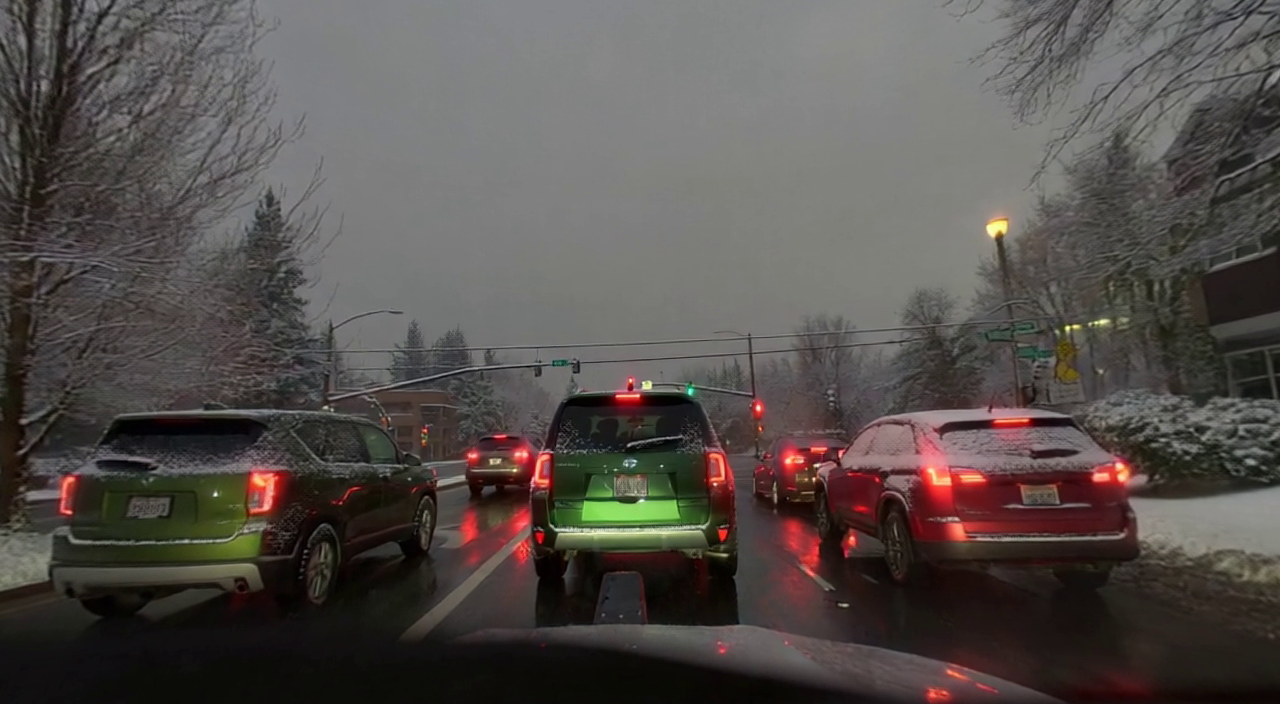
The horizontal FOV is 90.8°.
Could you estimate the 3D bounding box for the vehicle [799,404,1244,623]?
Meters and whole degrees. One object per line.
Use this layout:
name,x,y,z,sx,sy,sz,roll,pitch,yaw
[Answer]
vehicle,3.472,1.551,7.047,2.202,1.657,4.298,0,-9,-1

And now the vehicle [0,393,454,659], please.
vehicle,-3.369,1.377,6.017,1.961,1.639,4.064,0,-9,0

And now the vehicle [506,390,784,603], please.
vehicle,0.024,1.484,7.249,2.294,1.761,3.857,0,-9,-1
